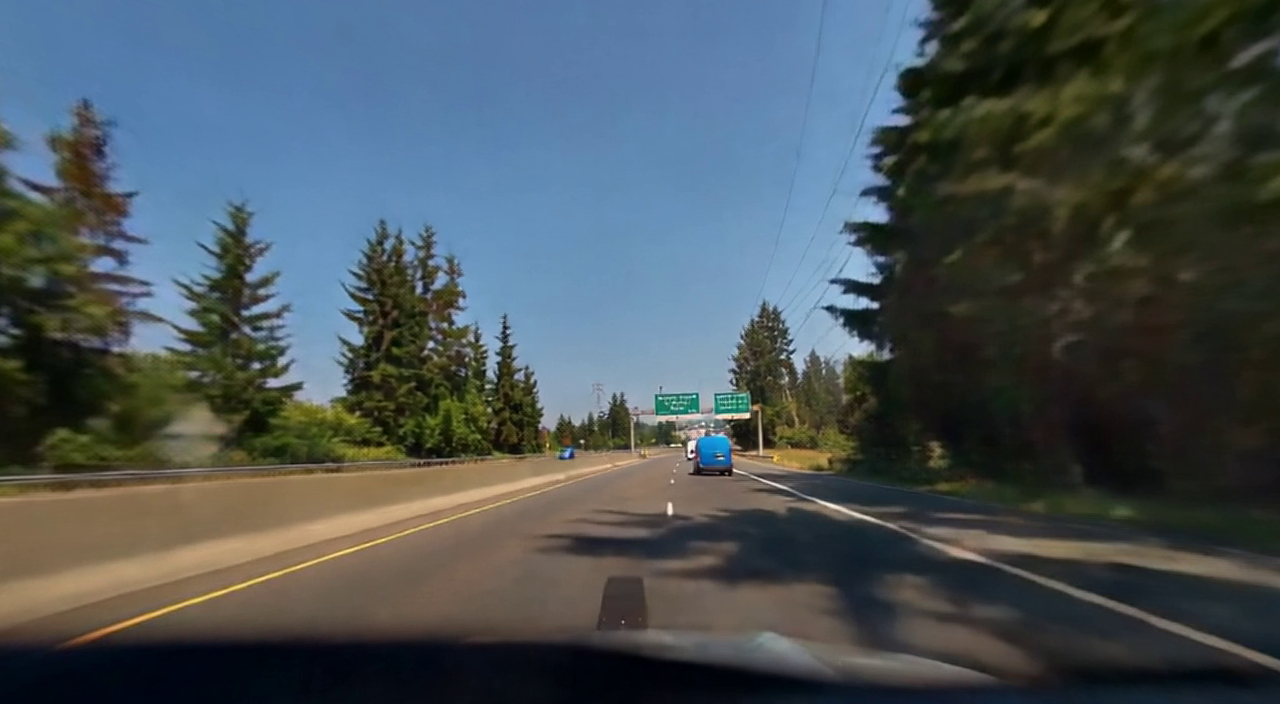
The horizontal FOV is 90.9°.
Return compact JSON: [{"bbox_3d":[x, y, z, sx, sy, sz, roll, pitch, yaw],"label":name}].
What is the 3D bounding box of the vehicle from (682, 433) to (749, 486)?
[{"bbox_3d":[3.017,4.445,26.362,2.261,1.969,5.104,0,-9,1],"label":"vehicle"}]
